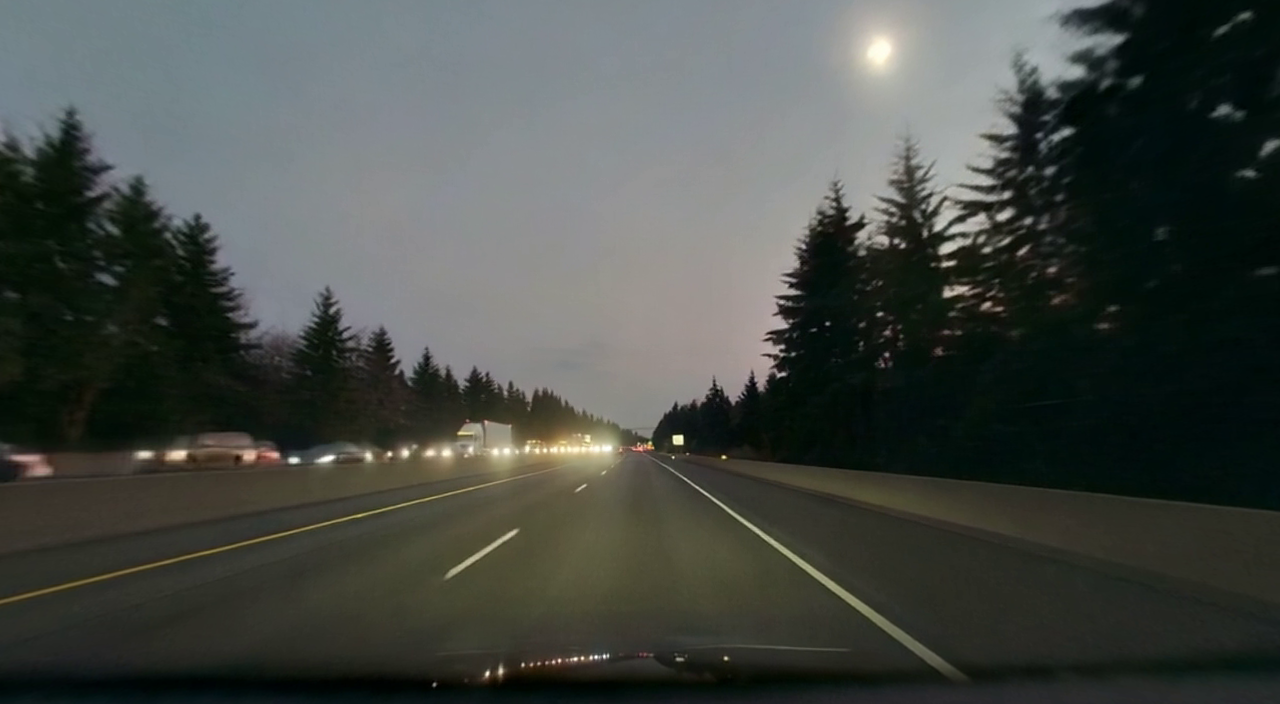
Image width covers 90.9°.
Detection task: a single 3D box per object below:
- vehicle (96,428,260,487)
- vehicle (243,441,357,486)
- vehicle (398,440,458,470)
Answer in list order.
[{"bbox_3d":[-16.872,3.896,23.510,2.077,1.953,5.305,0,-9,0],"label":"vehicle"},{"bbox_3d":[-12.431,4.085,23.386,1.887,1.507,4.030,0,-9,1],"label":"vehicle"},{"bbox_3d":[-12.827,6.261,38.429,2.007,1.684,4.613,0,-9,0],"label":"vehicle"}]
